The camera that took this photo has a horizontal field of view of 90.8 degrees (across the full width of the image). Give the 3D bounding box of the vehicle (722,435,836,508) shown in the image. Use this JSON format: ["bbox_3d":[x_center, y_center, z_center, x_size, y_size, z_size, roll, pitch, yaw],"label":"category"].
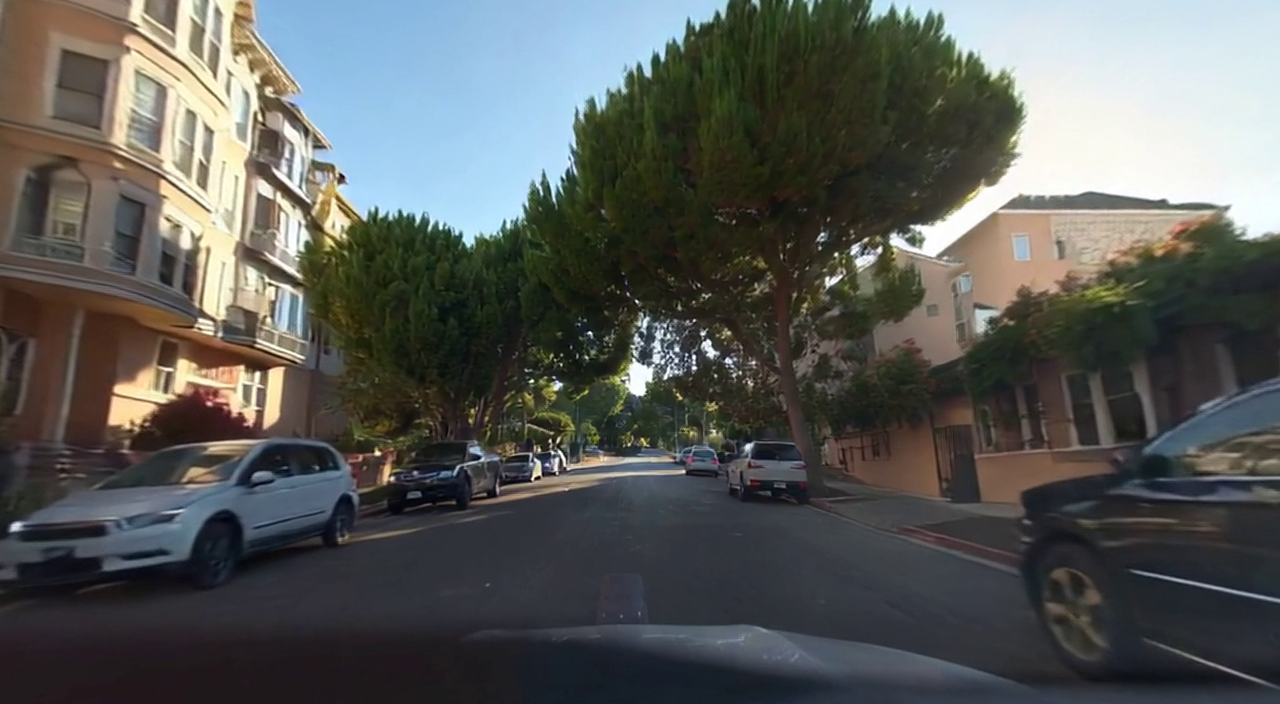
[{"bbox_3d":[3.879,3.436,18.726,2.137,1.848,4.953,0,-9,-1],"label":"vehicle"}]

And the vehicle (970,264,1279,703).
[{"bbox_3d":[3.818,0.666,2.312,2.371,2.123,5.122,0,-9,-1],"label":"vehicle"}]

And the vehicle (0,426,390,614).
[{"bbox_3d":[-5.829,2.060,8.886,2.431,1.718,5.431,-3,-9,0],"label":"vehicle"}]

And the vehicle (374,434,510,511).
[{"bbox_3d":[-5.827,3.600,19.534,2.499,2.008,5.293,0,-8,0],"label":"vehicle"}]

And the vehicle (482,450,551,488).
[{"bbox_3d":[-5.744,5.485,30.069,2.328,1.610,5.161,0,-8,-1],"label":"vehicle"}]
